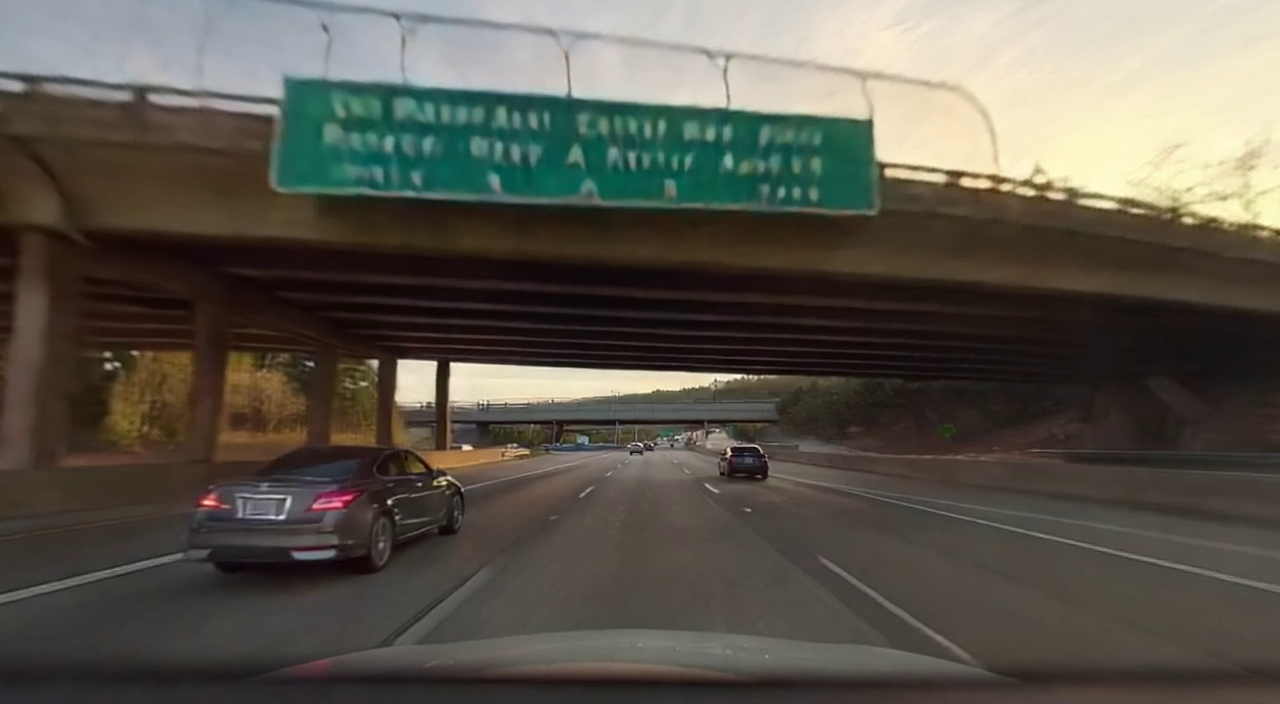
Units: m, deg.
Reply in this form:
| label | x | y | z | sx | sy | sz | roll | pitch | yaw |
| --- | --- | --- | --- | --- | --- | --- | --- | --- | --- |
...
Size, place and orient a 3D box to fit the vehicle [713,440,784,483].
| label | x | y | z | sx | sy | sz | roll | pitch | yaw |
| --- | --- | --- | --- | --- | --- | --- | --- | --- | --- |
| vehicle | 4.081 | 4.187 | 24.449 | 1.908 | 1.483 | 4.259 | 0 | -8 | -1 |

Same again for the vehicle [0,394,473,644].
| label | x | y | z | sx | sy | sz | roll | pitch | yaw |
| --- | --- | --- | --- | --- | --- | --- | --- | --- | --- |
| vehicle | -3.676 | 1.508 | 6.875 | 2.259 | 1.706 | 4.924 | 0 | -8 | 1 |
